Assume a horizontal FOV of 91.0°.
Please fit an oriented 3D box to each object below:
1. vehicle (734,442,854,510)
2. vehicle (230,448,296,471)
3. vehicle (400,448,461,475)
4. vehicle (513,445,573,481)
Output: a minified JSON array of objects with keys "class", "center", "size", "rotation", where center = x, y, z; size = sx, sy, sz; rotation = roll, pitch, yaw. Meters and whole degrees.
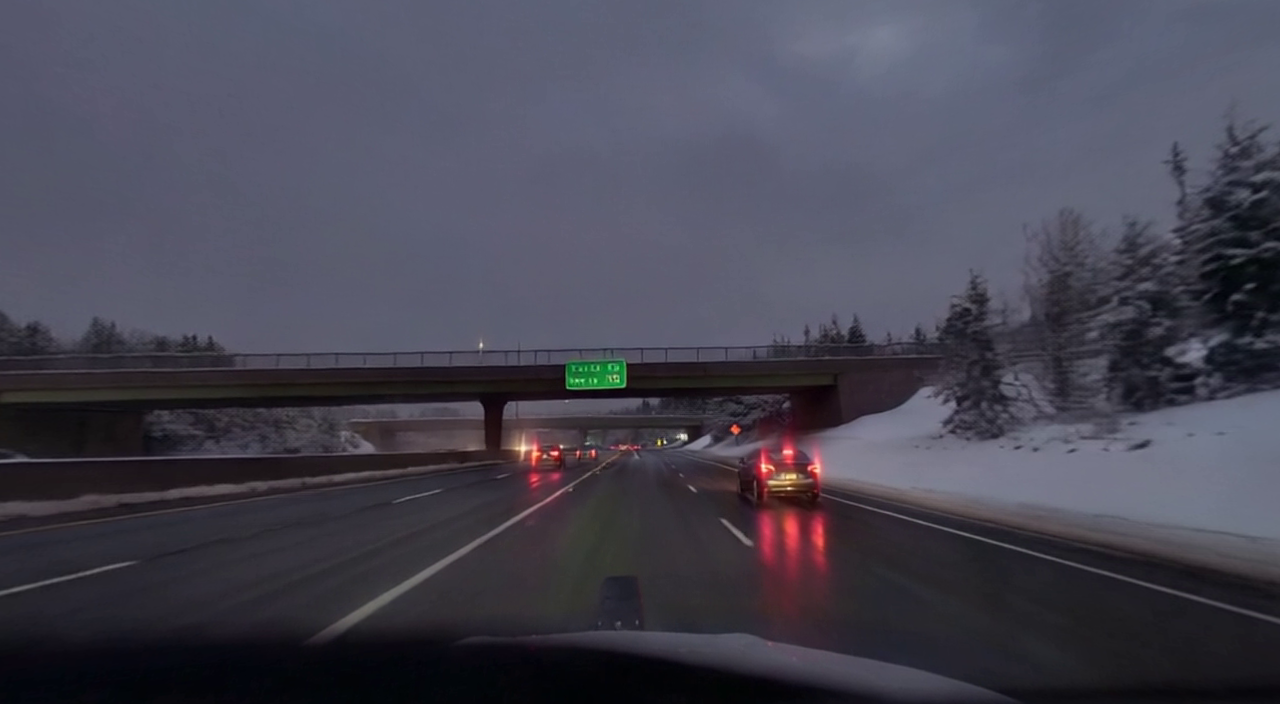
[{"class":"vehicle","center":[3.886,3.200,16.747],"size":[2.079,1.535,4.316],"rotation":[0,-9,0]},{"class":"vehicle","center":[-28.990,8.241,48.618],"size":[2.064,1.663,4.851],"rotation":[0,-9,0]},{"class":"vehicle","center":[-12.216,6.393,37.025],"size":[1.919,1.497,4.765],"rotation":[0,-9,0]},{"class":"vehicle","center":[-4.486,5.208,29.826],"size":[2.072,1.545,4.687],"rotation":[0,-9,0]}]
